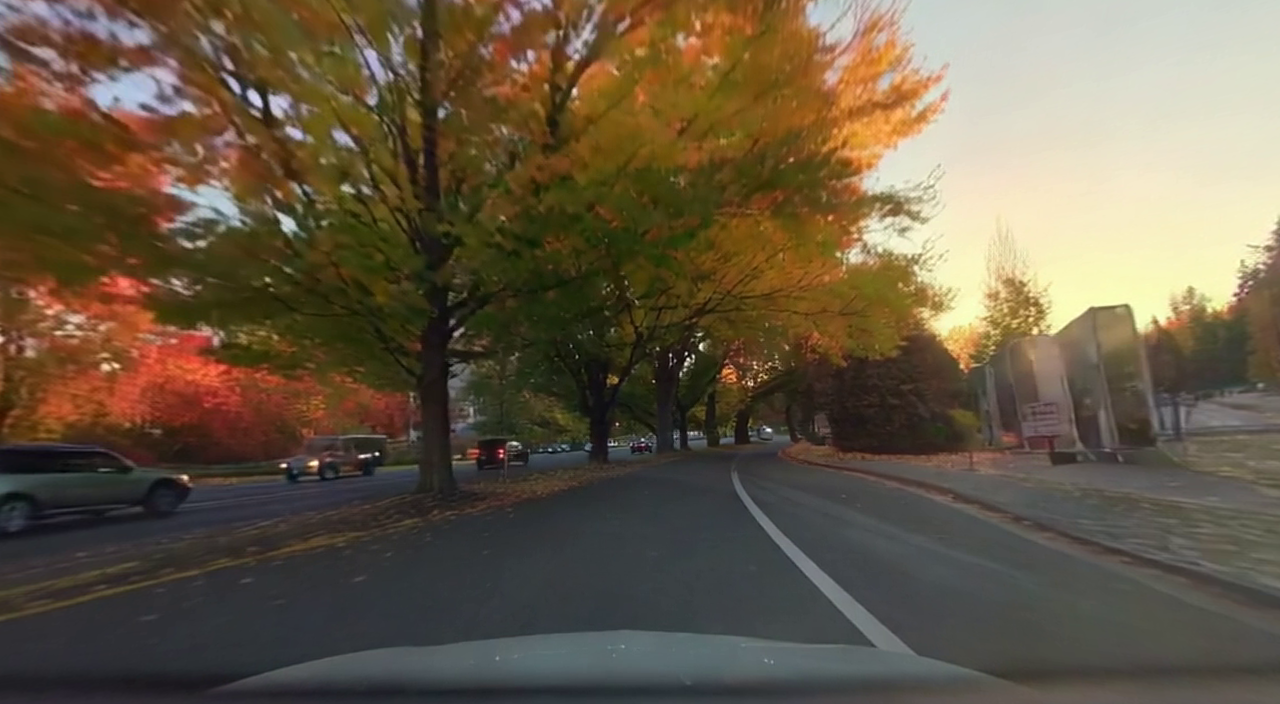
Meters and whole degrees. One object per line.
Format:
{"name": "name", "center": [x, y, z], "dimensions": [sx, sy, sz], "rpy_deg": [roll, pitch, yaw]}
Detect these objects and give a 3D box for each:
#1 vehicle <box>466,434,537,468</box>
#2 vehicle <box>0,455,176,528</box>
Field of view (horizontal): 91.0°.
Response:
{"name": "vehicle", "center": [-8.752, 6.294, 40.338], "dimensions": [2.368, 2.012, 5.021], "rpy_deg": [-2, -9, 14]}
{"name": "vehicle", "center": [-14.418, 3.356, 15.689], "dimensions": [1.986, 1.500, 4.198], "rpy_deg": [-2, -9, 14]}
